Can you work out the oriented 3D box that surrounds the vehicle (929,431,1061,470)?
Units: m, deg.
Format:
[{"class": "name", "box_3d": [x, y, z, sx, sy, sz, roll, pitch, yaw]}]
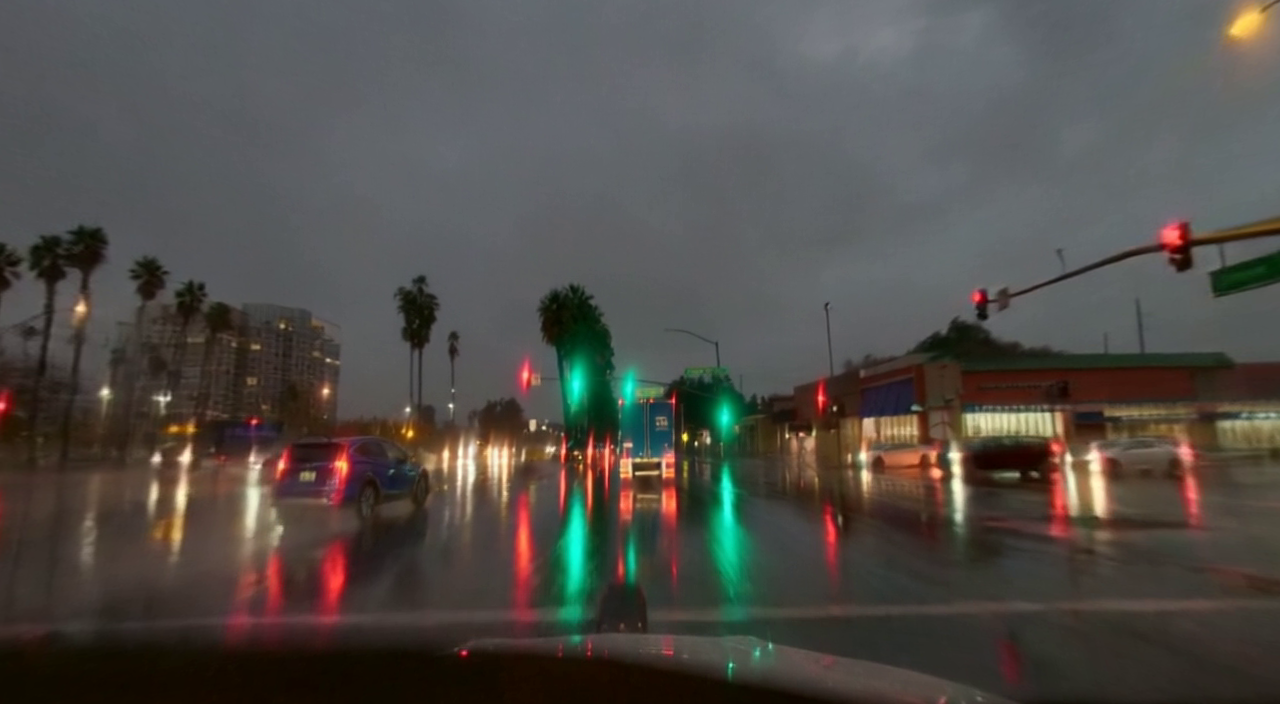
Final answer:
[{"class": "vehicle", "box_3d": [16.871, 4.713, 30.037, 5.039, 1.744, 2.043, 0, -9, 0]}]

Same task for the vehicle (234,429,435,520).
[{"class": "vehicle", "box_3d": [-6.351, 2.590, 13.845, 2.045, 1.630, 4.680, 0, -8, 0]}]

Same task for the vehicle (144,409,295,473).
[{"class": "vehicle", "box_3d": [-28.505, 6.188, 43.546, 2.982, 3.868, 10.493, 0, -8, 1]}]

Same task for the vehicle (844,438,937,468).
[{"class": "vehicle", "box_3d": [14.600, 5.945, 36.789, 4.568, 1.485, 1.936, -2, -11, 0]}]

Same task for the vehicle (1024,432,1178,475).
[{"class": "vehicle", "box_3d": [19.396, 4.312, 26.581, 4.831, 1.529, 1.966, -3, -10, 0]}]

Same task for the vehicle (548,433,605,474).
[{"class": "vehicle", "box_3d": [-2.996, 4.911, 30.593, 2.178, 1.826, 4.933, 0, -8, 1]}]

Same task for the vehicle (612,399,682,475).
[{"class": "vehicle", "box_3d": [0.308, 4.121, 30.284, 2.993, 3.235, 6.692, 0, -8, 0]}]

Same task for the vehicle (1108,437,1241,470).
[{"class": "vehicle", "box_3d": [25.327, 4.832, 29.846, 4.506, 1.484, 1.928, 0, -9, 1]}]
